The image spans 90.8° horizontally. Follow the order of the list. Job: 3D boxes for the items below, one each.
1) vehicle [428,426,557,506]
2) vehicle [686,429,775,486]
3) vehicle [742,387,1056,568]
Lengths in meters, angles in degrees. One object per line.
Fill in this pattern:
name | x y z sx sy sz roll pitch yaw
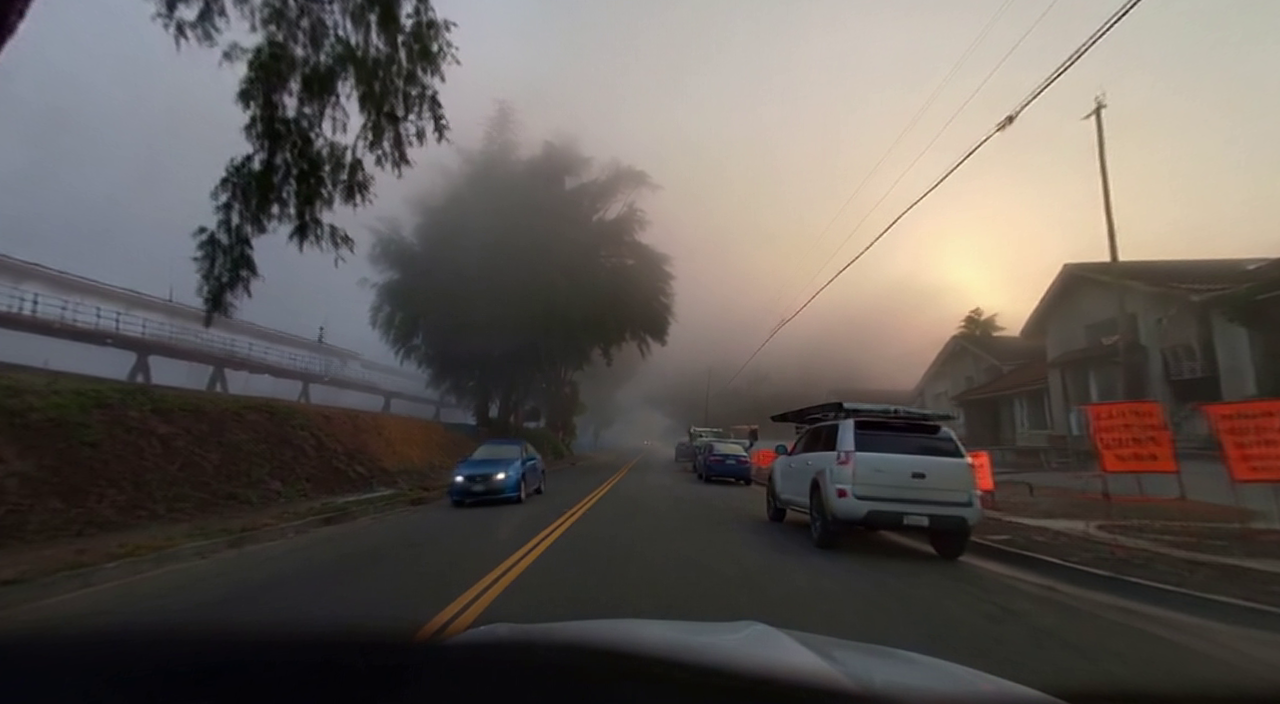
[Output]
vehicle | -3.493 2.799 15.919 2.078 1.716 4.367 0 -9 1
vehicle | 3.466 4.244 25.832 2.617 2.020 6.531 0 -9 -1
vehicle | 3.529 1.926 10.554 2.759 2.114 6.152 0 -9 2
